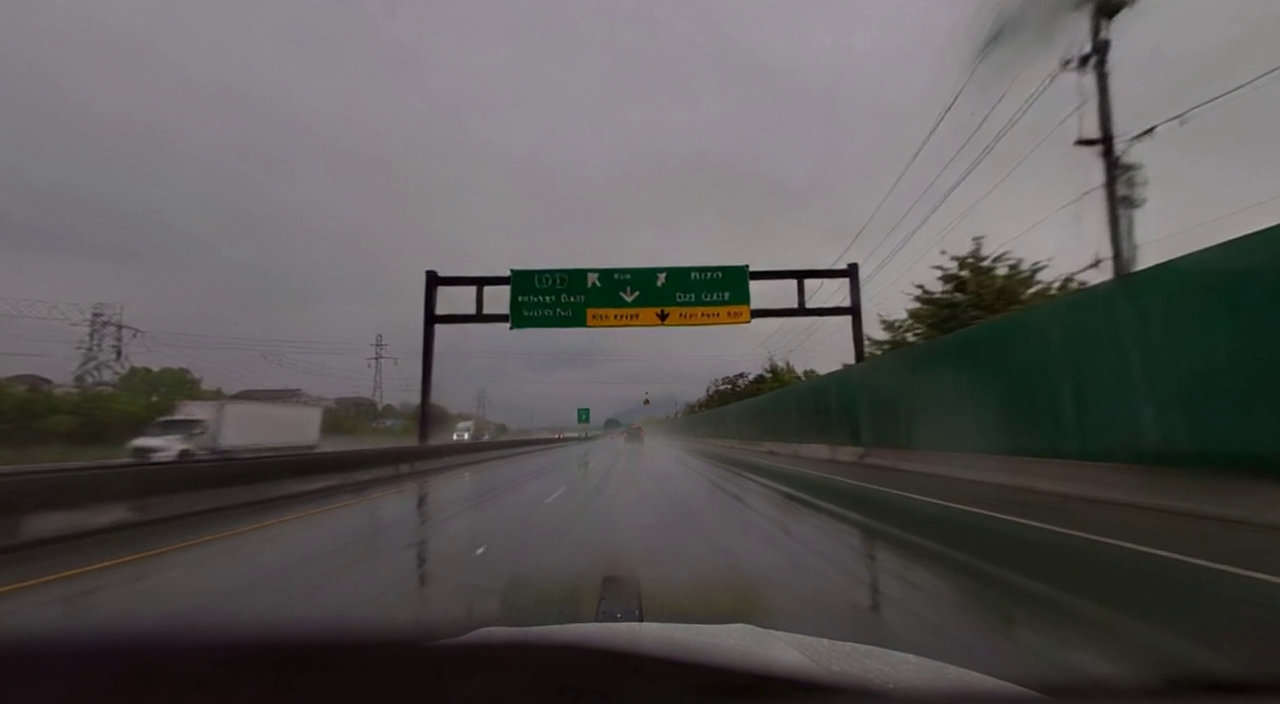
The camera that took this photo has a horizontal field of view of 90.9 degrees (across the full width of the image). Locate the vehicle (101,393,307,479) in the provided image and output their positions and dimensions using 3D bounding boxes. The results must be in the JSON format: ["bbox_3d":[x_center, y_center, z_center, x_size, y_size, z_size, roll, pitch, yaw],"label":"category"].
[{"bbox_3d":[-20.674,4.138,31.094,2.966,3.516,10.162,0,-8,0],"label":"vehicle"}]
